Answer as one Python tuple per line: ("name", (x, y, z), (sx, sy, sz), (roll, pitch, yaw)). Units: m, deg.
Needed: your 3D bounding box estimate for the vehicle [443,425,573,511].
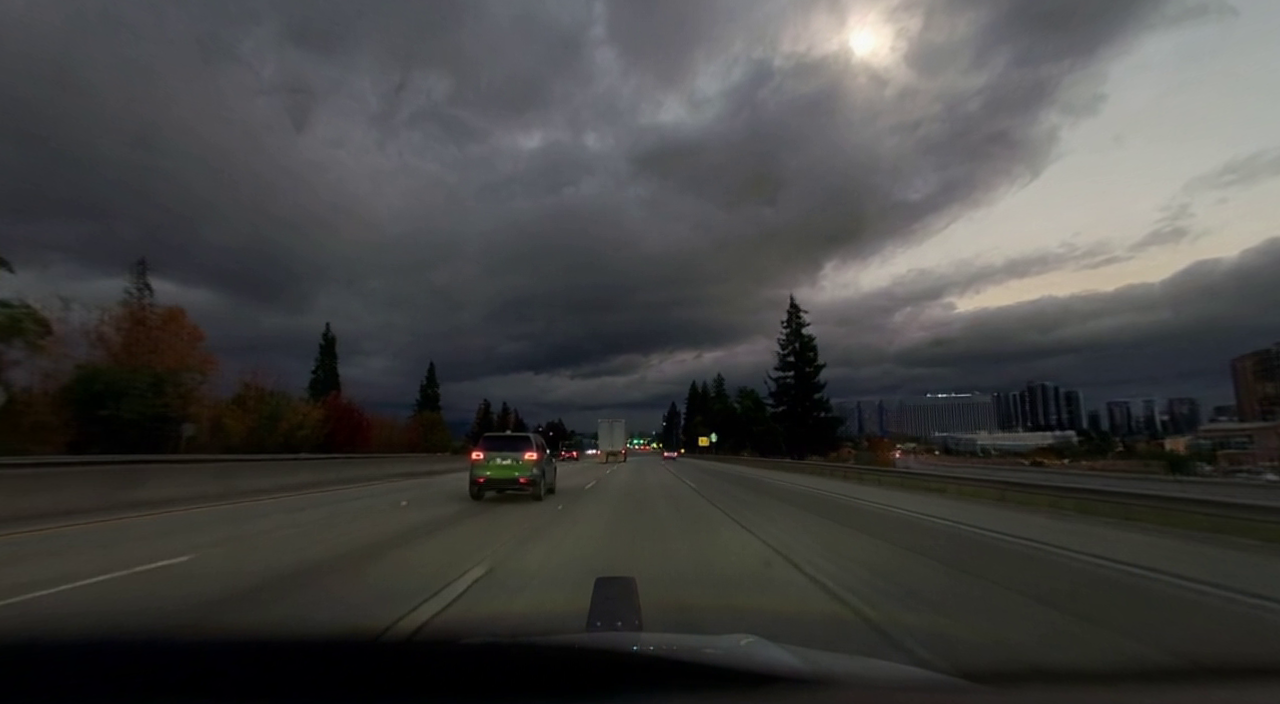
("vehicle", (-2.960, 2.731, 15.247), (2.111, 1.742, 4.315), (0, -9, 1))
